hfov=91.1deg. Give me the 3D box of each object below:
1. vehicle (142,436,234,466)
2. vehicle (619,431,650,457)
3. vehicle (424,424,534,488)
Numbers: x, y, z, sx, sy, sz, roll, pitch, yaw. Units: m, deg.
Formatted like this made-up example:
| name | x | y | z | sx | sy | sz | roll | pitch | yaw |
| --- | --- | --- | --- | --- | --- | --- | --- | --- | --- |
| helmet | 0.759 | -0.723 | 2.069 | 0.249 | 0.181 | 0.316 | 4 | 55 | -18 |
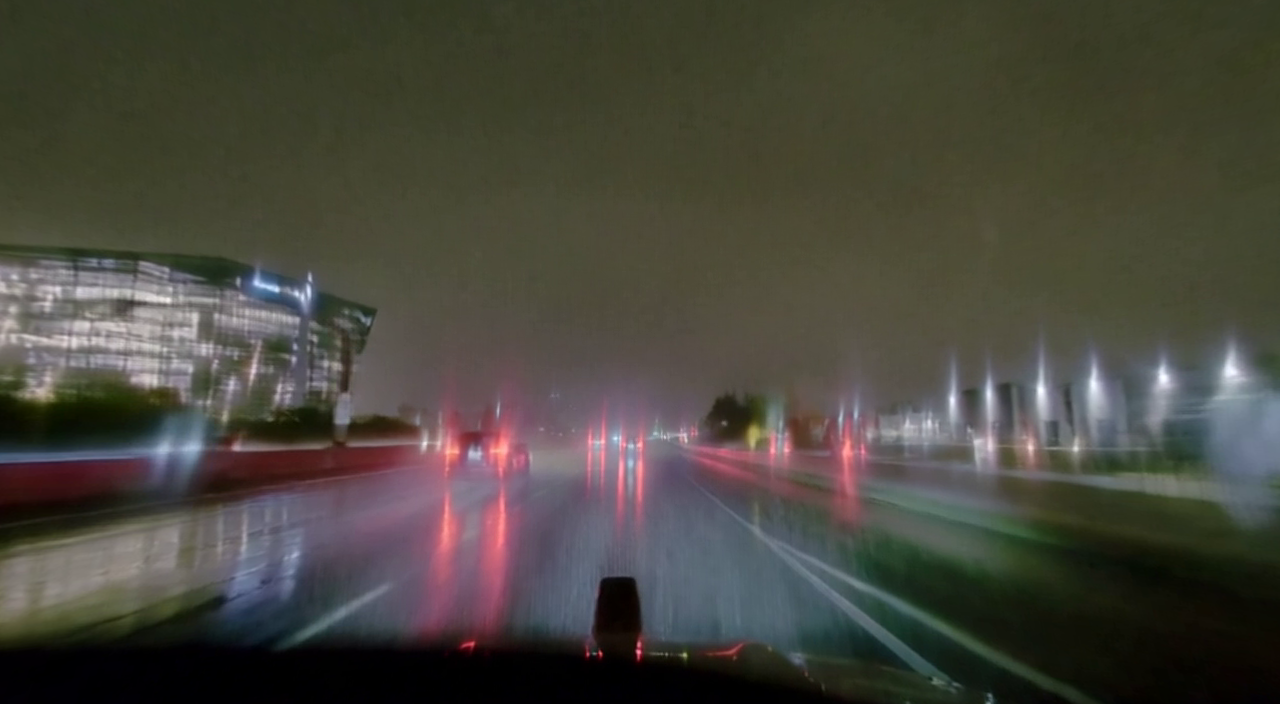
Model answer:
| name | x | y | z | sx | sy | sz | roll | pitch | yaw |
| --- | --- | --- | --- | --- | --- | --- | --- | --- | --- |
| vehicle | -24.810 | 5.410 | 34.705 | 1.896 | 1.505 | 4.243 | -1 | -8 | 1 |
| vehicle | -0.380 | 6.213 | 42.537 | 2.036 | 1.637 | 4.009 | 0 | -8 | -1 |
| vehicle | -4.495 | 2.962 | 18.332 | 2.036 | 1.612 | 4.510 | 0 | -8 | -1 |
